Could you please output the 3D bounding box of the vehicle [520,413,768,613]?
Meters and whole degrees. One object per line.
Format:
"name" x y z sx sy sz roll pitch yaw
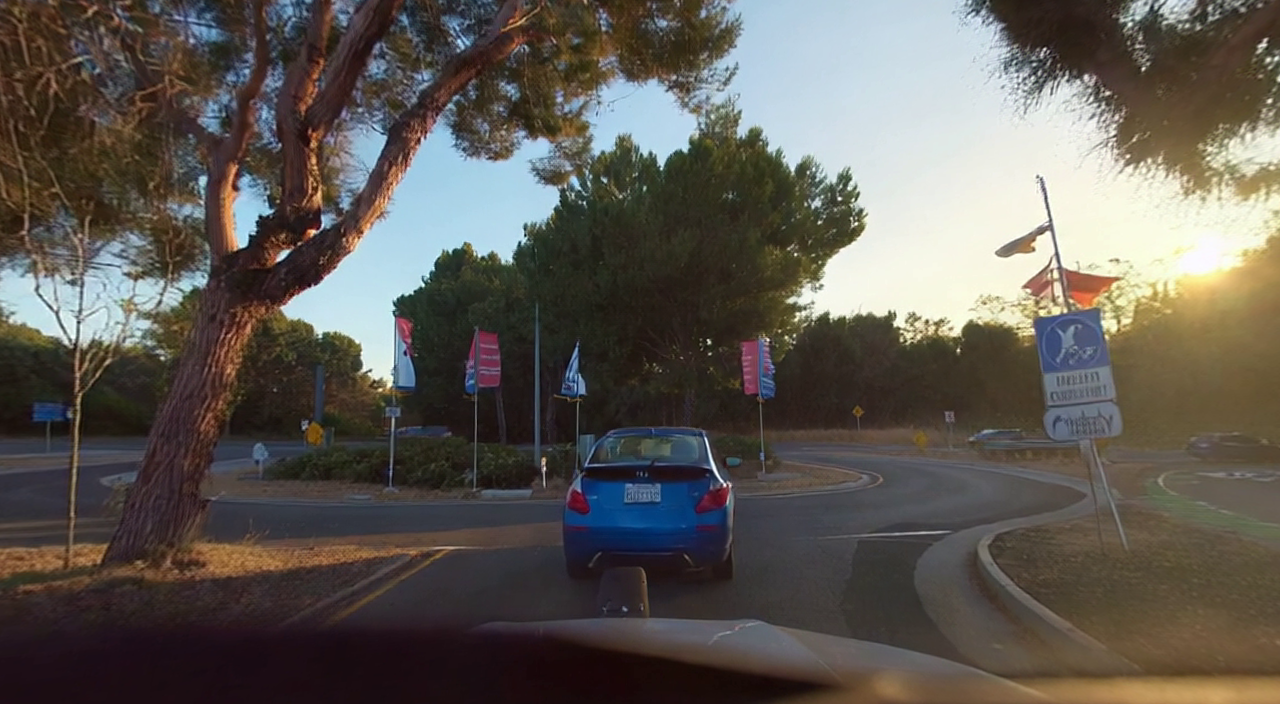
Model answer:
"vehicle" 0.292 1.645 7.312 2.078 1.607 4.010 -2 -9 8

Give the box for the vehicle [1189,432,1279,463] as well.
"vehicle" 35.150 5.554 36.748 4.485 1.691 2.132 1 -9 -7
